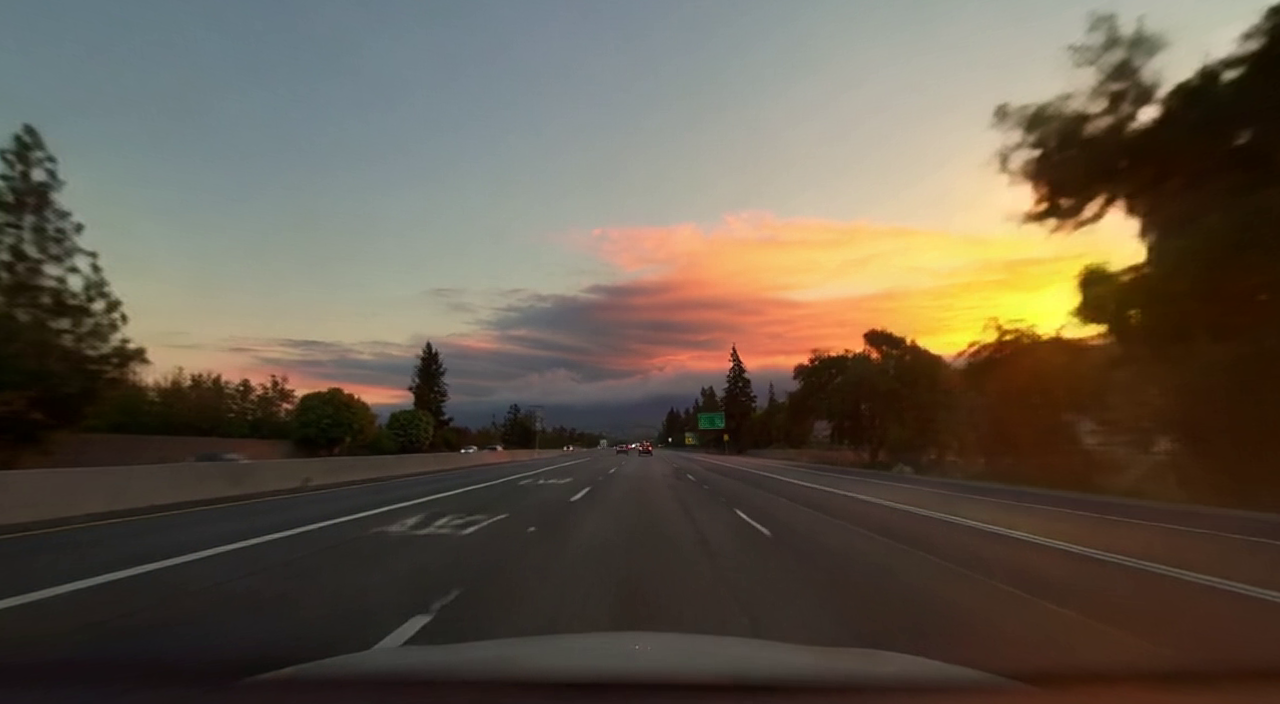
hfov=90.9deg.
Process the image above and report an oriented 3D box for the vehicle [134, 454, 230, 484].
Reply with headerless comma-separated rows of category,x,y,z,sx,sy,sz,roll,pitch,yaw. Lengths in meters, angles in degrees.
vehicle,-24.394,6.211,33.817,1.803,1.449,4.423,0,-9,1
